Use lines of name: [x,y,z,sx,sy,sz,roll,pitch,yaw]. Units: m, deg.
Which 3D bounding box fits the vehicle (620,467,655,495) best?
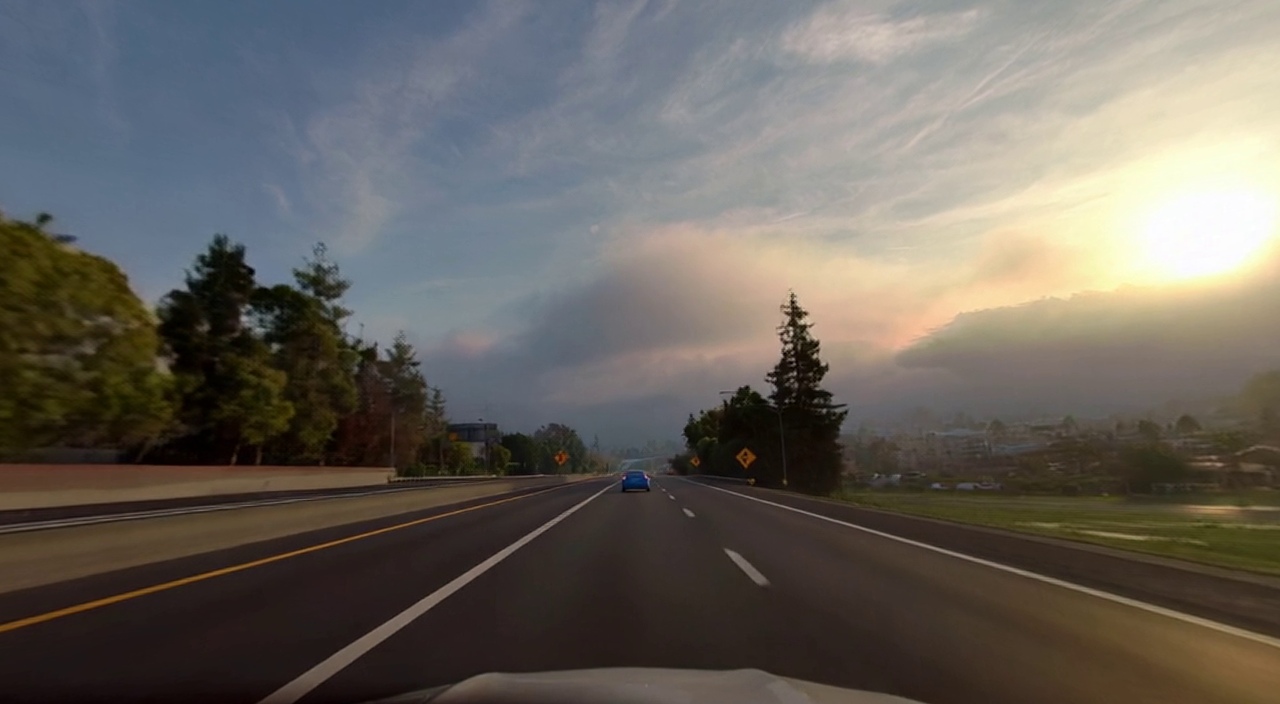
vehicle: [-0.145,7.707,37.938,2.016,1.530,4.009,1,-11,0]
